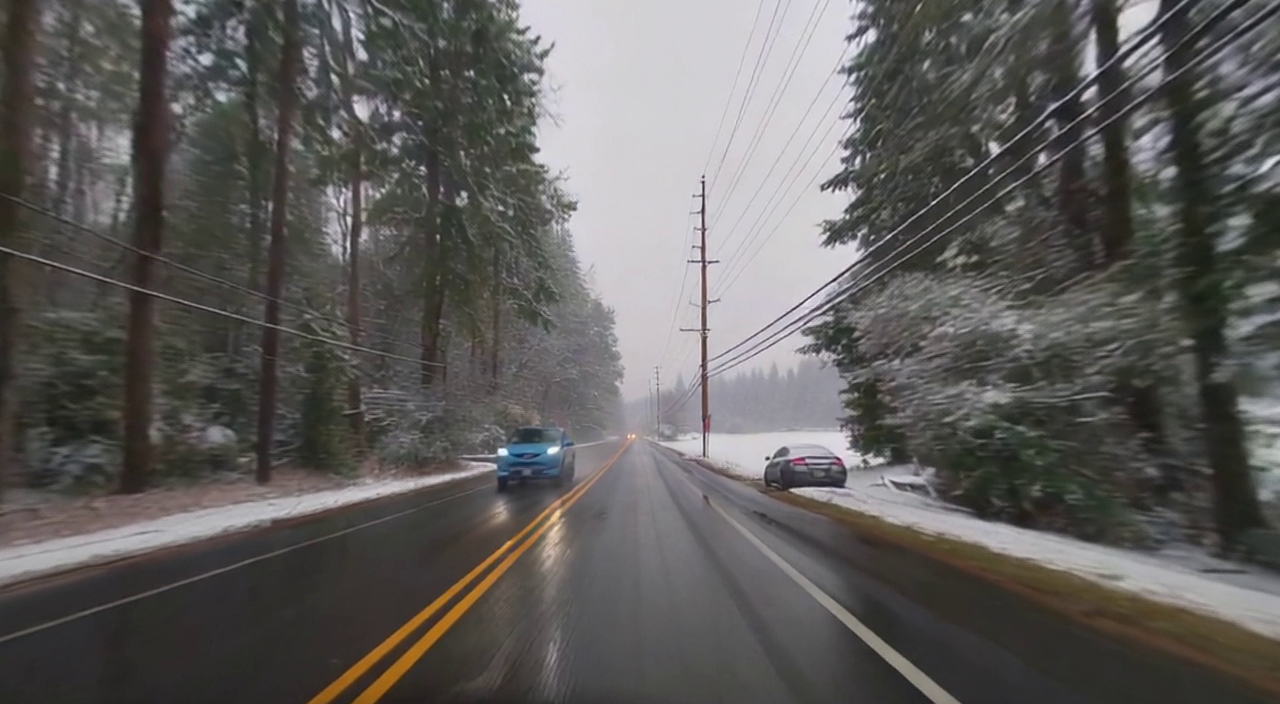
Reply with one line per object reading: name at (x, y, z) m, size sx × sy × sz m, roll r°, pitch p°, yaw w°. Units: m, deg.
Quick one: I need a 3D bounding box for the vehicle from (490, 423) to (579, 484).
vehicle at (-3.220, 3.214, 20.209) m, size 2.023 × 1.722 × 4.372 m, roll 0°, pitch -8°, yaw 1°

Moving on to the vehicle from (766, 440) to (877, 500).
vehicle at (5.021, 3.286, 18.131) m, size 1.905 × 1.482 × 4.240 m, roll 0°, pitch -8°, yaw 0°
